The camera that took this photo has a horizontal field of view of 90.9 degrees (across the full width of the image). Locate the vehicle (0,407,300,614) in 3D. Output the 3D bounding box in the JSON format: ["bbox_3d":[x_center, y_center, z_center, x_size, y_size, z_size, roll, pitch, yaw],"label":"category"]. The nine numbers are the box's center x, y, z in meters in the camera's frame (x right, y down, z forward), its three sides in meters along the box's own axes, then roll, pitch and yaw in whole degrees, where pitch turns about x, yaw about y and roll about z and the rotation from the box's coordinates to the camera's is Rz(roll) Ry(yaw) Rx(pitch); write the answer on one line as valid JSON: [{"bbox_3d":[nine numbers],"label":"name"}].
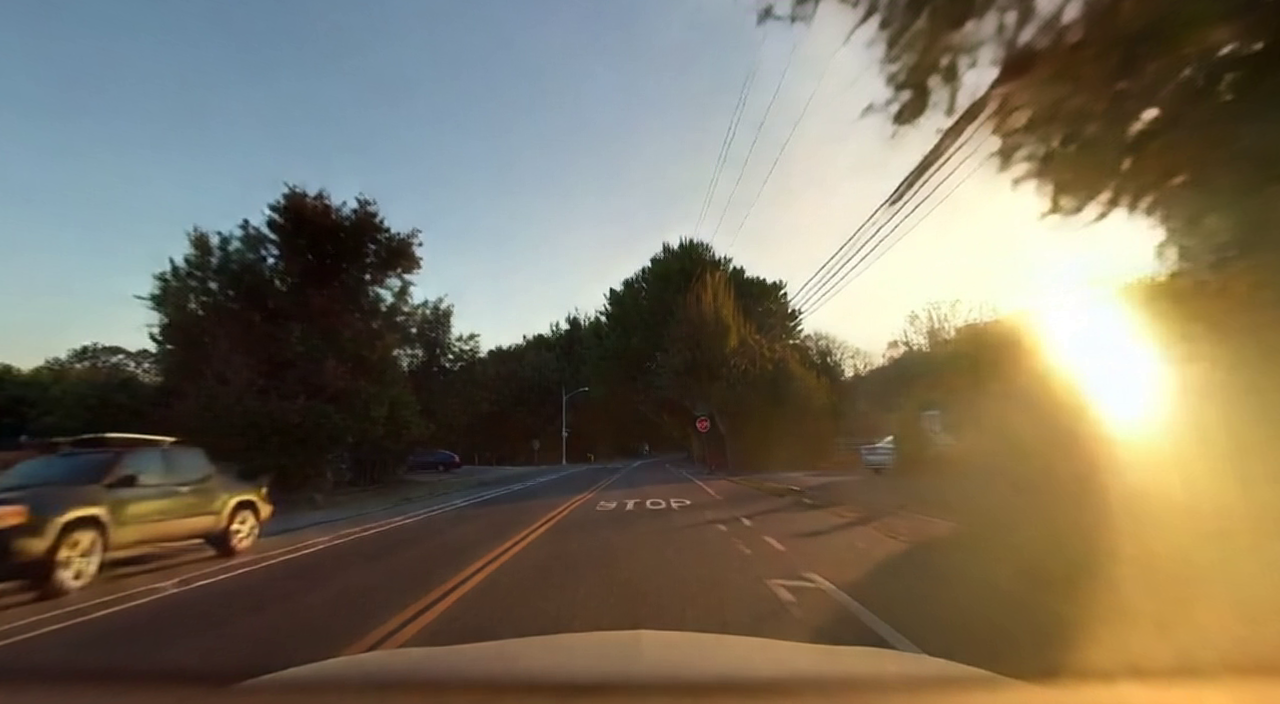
[{"bbox_3d":[-6.429,1.825,7.778,1.992,1.797,4.372,-3,-10,0],"label":"vehicle"}]

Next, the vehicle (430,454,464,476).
[{"bbox_3d":[-14.392,8.405,47.197,1.739,1.539,3.548,1,-9,-6],"label":"vehicle"}]

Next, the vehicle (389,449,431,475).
[{"bbox_3d":[-17.593,8.452,48.360,1.849,1.831,3.980,-1,-11,-4],"label":"vehicle"}]
